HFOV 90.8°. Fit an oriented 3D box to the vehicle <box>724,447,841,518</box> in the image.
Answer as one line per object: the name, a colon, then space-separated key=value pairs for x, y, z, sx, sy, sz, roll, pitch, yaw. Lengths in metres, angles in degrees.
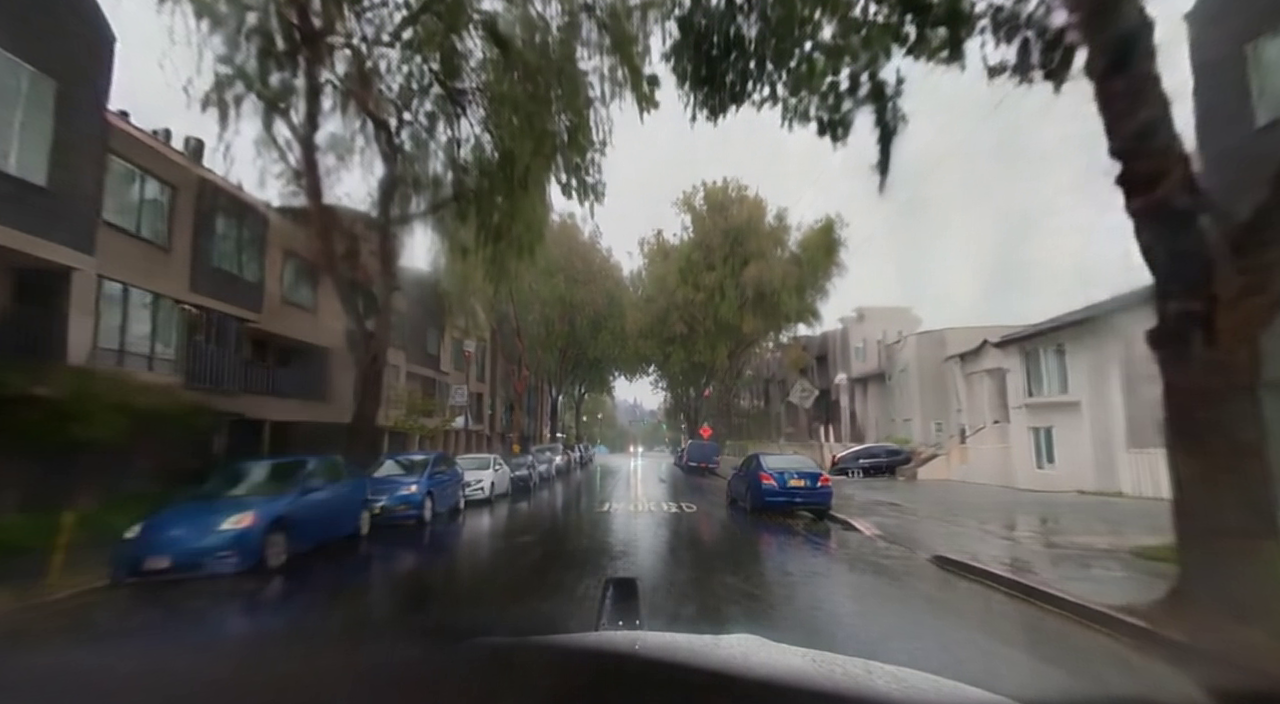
vehicle: x=3.329 y=3.116 z=15.623 sx=1.835 sy=1.490 sz=4.134 roll=0 pitch=-9 yaw=-1

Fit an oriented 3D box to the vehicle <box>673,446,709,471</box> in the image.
vehicle: x=3.501 y=7.433 z=44.239 sx=1.951 sy=1.654 sz=4.146 roll=1 pitch=-9 yaw=-3

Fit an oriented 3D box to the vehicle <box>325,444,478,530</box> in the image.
vehicle: x=-4.983 y=2.823 z=13.841 sx=1.782 sy=1.585 sz=3.962 roll=0 pitch=-9 yaw=0

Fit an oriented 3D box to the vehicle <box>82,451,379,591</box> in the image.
vehicle: x=-5.214 y=2.123 z=8.687 sx=1.722 sy=1.491 sz=3.431 roll=0 pitch=-9 yaw=0
